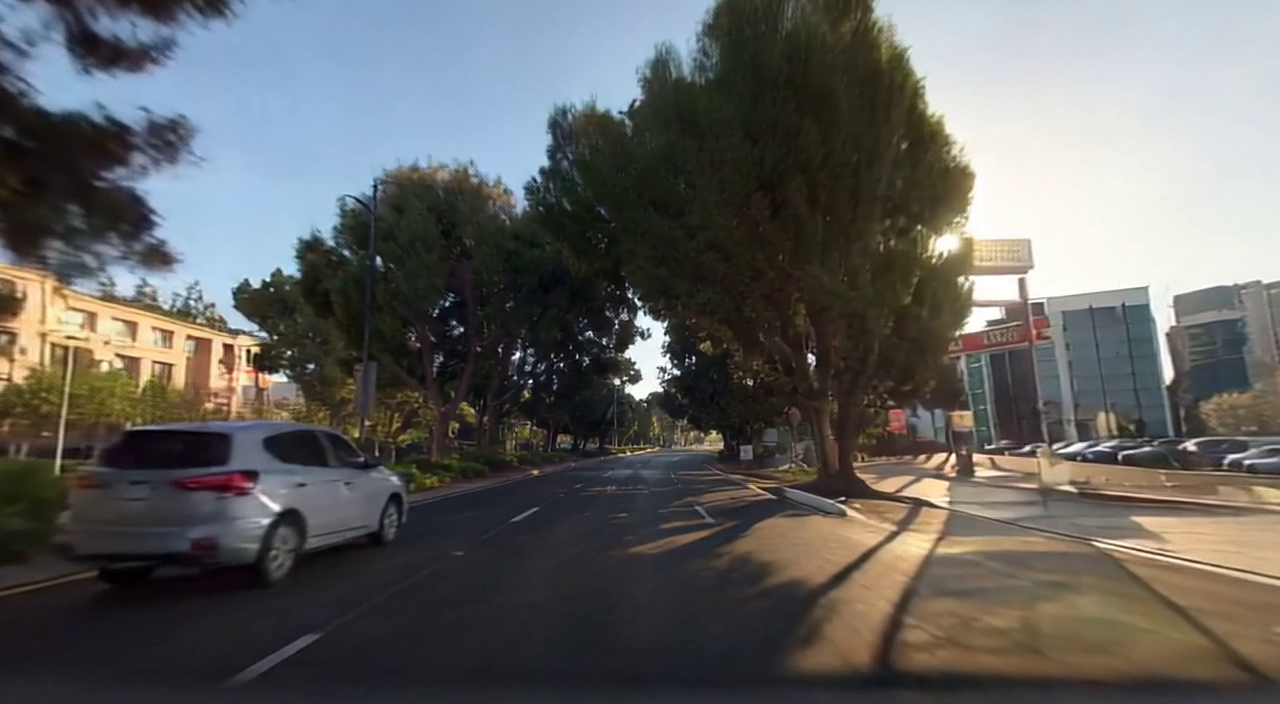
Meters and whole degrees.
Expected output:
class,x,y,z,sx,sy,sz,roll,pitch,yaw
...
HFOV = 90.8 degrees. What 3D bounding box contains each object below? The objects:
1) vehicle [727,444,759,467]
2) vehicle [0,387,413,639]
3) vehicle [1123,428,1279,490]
class,x,y,z,sx,sy,sz,roll,pitch,yaw
vehicle,7.785,7.865,48.137,1.974,1.635,4.043,-1,-9,4
vehicle,-4.540,1.563,7.168,2.238,1.864,4.740,0,-9,-1
vehicle,16.598,2.985,17.794,4.355,1.602,1.932,0,-9,-1
